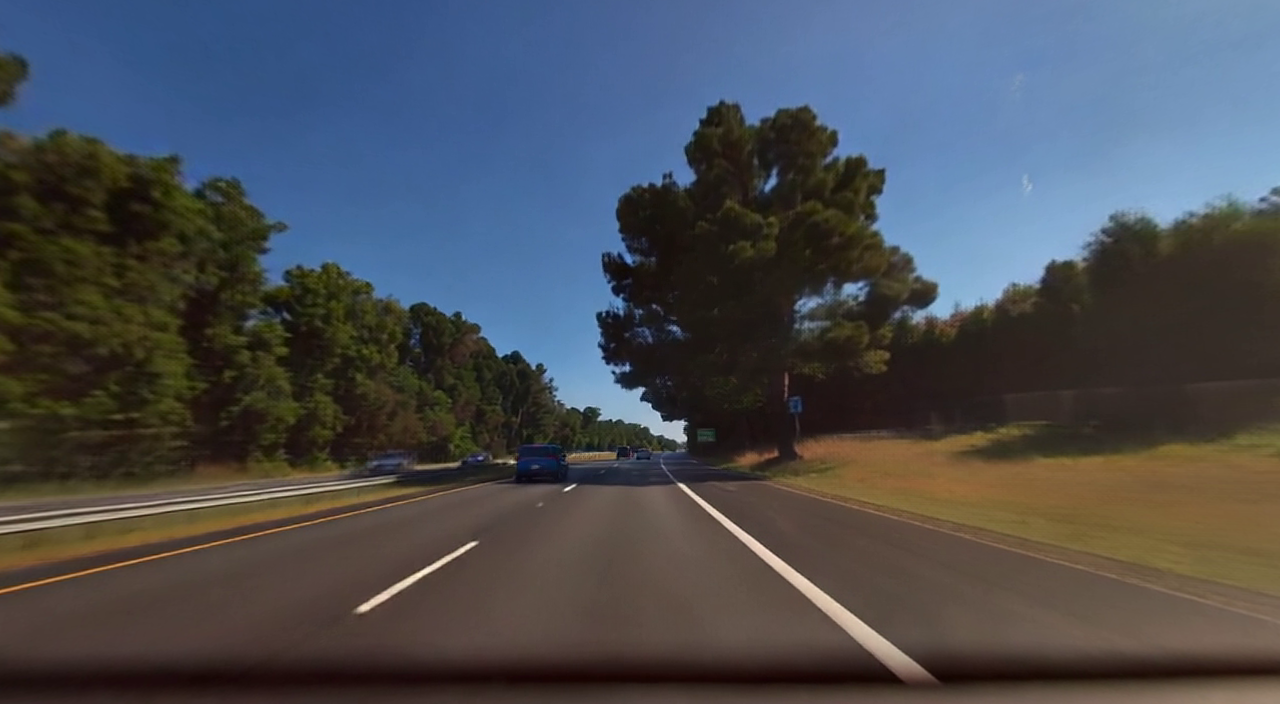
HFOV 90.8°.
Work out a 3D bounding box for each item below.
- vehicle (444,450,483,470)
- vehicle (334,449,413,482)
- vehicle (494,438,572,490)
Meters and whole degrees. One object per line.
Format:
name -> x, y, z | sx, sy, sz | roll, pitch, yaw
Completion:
vehicle -> -13.348, 8.181, 47.932 | 1.828, 1.414, 3.803 | 0, -9, 1
vehicle -> -12.487, 5.309, 29.876 | 1.831, 1.438, 4.282 | 0, -9, 1
vehicle -> -3.891, 4.169, 23.849 | 2.110, 1.727, 4.607 | 0, -9, 1
